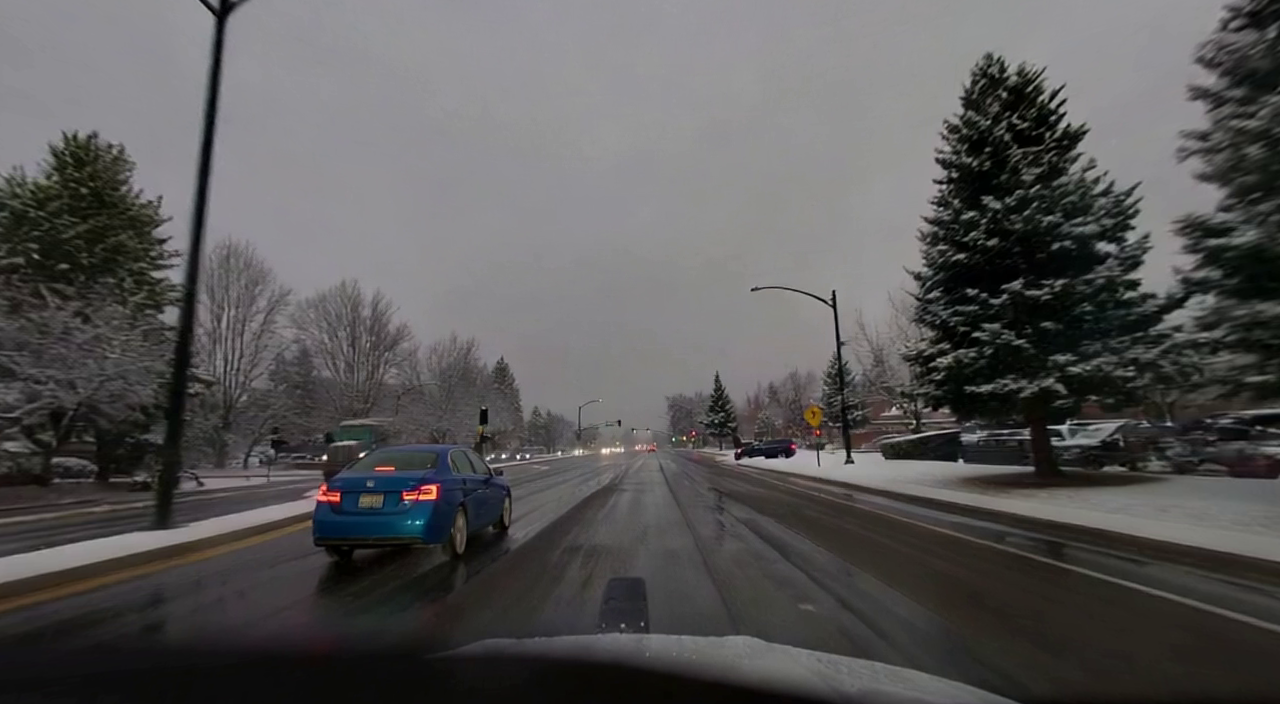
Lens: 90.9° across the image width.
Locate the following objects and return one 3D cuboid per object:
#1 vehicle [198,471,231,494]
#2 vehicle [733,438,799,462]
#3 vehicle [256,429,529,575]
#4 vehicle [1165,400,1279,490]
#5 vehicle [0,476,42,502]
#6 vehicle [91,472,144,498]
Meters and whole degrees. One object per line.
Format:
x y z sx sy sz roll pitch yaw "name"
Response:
-31.306 9.592 46.418 1.784 1.408 3.985 5 -10 -31 "vehicle"
9.141 7.108 45.712 4.511 1.720 2.131 -2 -9 11 "vehicle"
-2.950 1.884 8.764 1.924 1.480 4.421 0 -9 1 "vehicle"
14.058 1.894 12.937 4.571 1.691 2.156 0 -8 -1 "vehicle"
-39.377 8.589 39.408 1.868 1.424 4.662 3 -12 -32 "vehicle"
-34.844 8.855 42.110 1.922 1.430 3.479 4 -9 -28 "vehicle"
